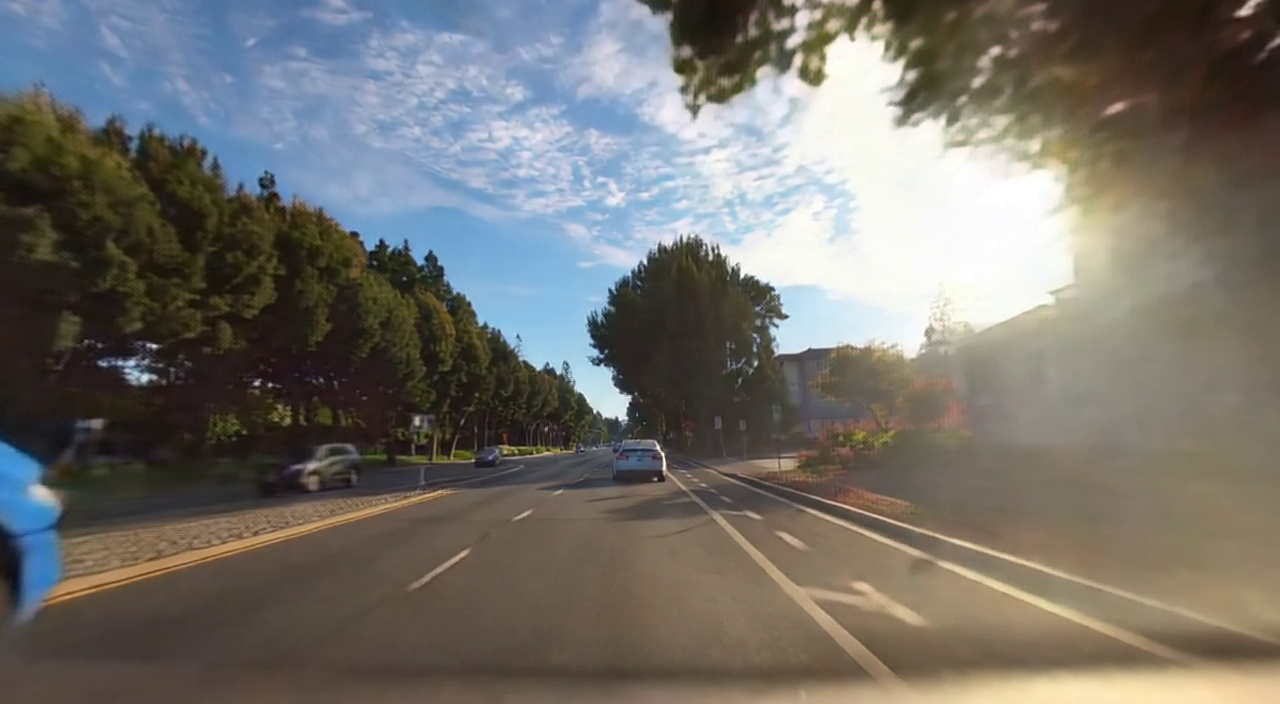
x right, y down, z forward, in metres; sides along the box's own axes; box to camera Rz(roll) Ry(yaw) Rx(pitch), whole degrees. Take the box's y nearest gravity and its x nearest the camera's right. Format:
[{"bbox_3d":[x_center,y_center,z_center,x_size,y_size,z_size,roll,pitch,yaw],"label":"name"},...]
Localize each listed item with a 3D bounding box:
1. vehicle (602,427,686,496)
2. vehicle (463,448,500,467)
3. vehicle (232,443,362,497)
[{"bbox_3d":[0.075,3.007,17.644,2.094,1.682,3.866,0,-8,-1],"label":"vehicle"},{"bbox_3d":[-12.169,8.110,48.861,1.797,1.364,4.169,0,-8,0],"label":"vehicle"},{"bbox_3d":[-12.091,4.124,22.685,2.143,1.711,4.477,0,-8,0],"label":"vehicle"}]
